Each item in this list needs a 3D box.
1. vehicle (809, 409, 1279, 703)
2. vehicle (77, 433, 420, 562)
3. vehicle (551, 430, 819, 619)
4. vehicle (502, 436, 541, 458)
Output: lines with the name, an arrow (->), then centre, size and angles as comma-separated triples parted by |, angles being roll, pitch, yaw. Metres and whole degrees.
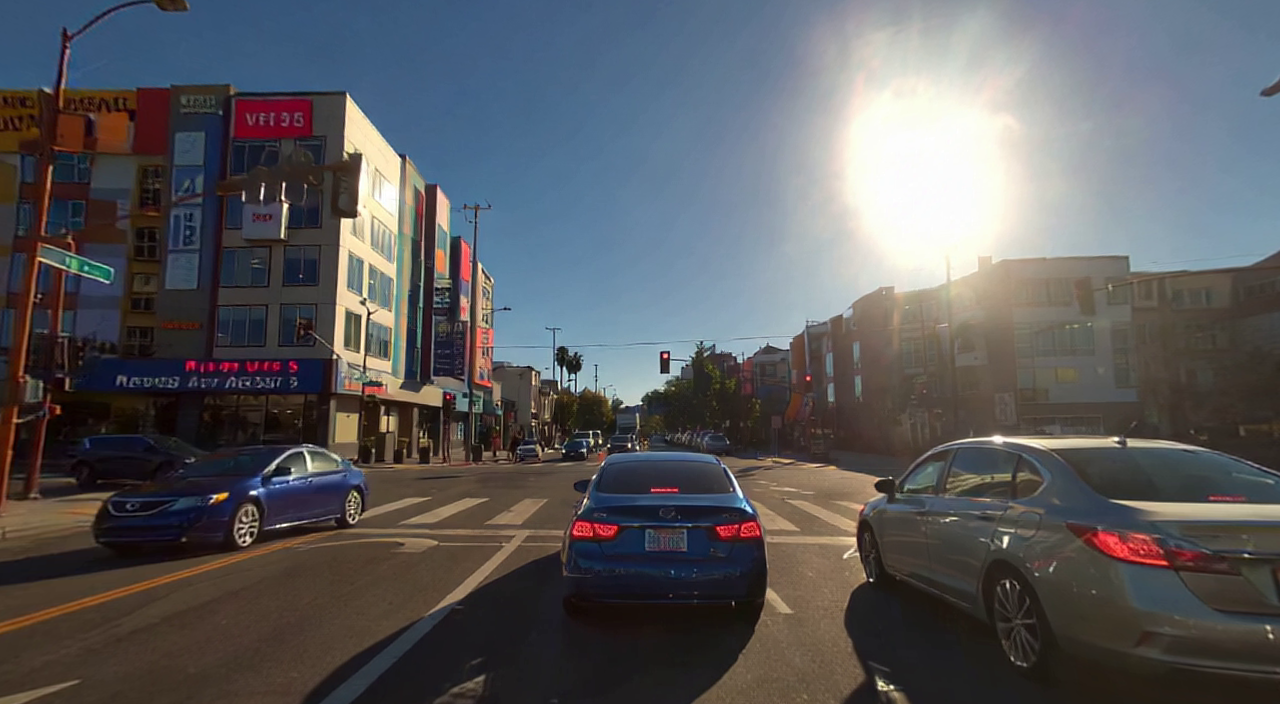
vehicle -> 2.811, 1.287, 4.568 | 1.961, 1.498, 4.356 | 0, -8, 0
vehicle -> -5.828, 2.146, 10.161 | 1.953, 1.564, 4.344 | -3, -9, 19
vehicle -> 0.247, 1.662, 7.085 | 2.132, 1.464, 4.089 | 0, -8, -3
vehicle -> -9.053, 7.285, 48.395 | 2.030, 1.596, 3.912 | -1, -8, 3
